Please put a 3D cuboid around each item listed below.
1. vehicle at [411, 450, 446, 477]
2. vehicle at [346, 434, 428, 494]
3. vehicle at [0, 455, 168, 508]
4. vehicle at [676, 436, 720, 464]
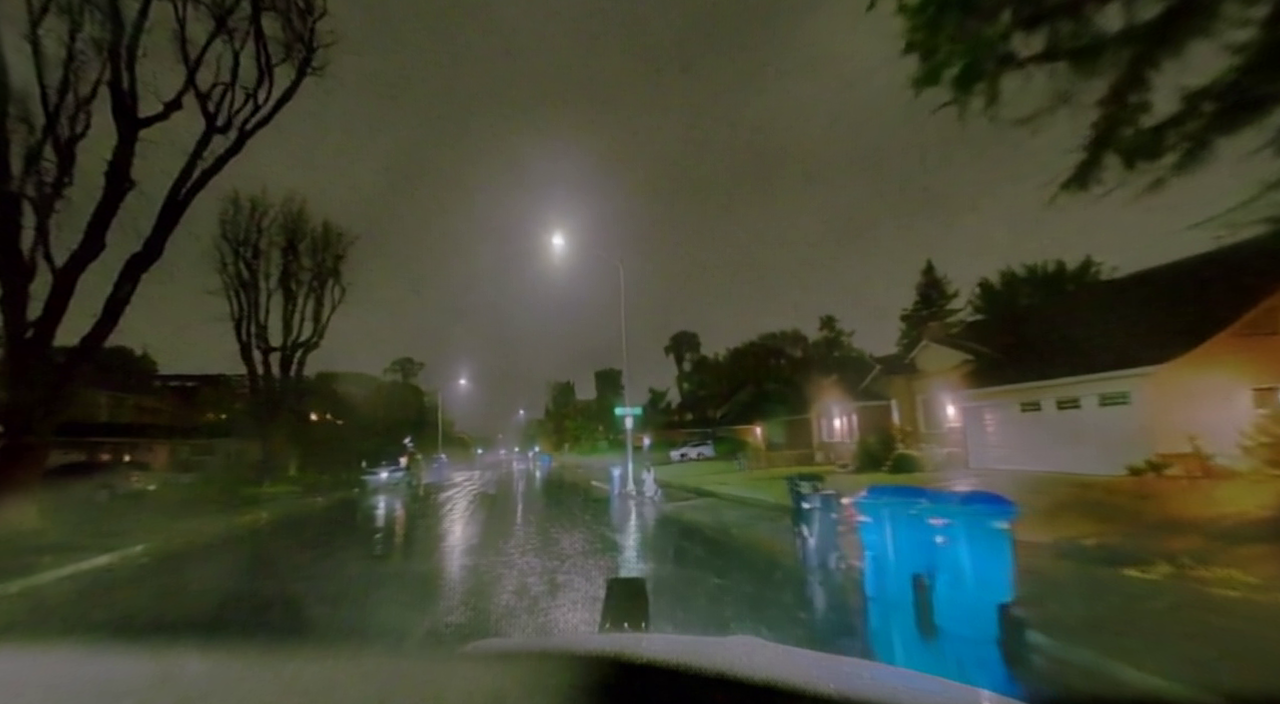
[{"bbox_3d":[-15.551,8.198,46.482,1.945,1.530,4.430,-3,-6,-13],"label":"vehicle"},{"bbox_3d":[-11.662,5.130,29.551,2.223,2.115,5.707,7,-6,-10],"label":"vehicle"},{"bbox_3d":[-19.008,4.323,21.104,4.617,1.491,1.953,-1,-10,-10],"label":"vehicle"},{"bbox_3d":[4.177,7.151,46.341,1.936,1.687,4.714,-3,-6,-11],"label":"vehicle"}]
